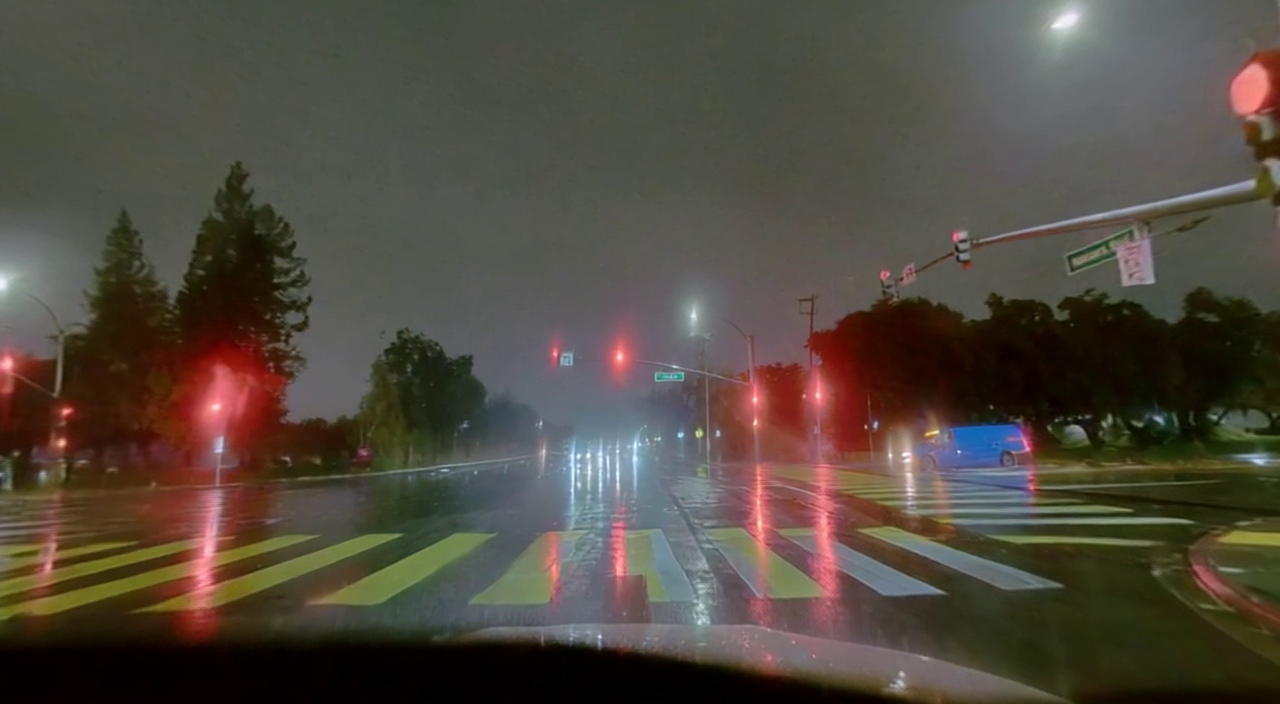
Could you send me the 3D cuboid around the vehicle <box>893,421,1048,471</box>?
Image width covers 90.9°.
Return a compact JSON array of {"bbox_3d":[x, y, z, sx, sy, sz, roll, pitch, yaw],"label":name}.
[{"bbox_3d":[12.519,3.582,24.137,4.790,1.798,1.909,0,-8,1],"label":"vehicle"}]
